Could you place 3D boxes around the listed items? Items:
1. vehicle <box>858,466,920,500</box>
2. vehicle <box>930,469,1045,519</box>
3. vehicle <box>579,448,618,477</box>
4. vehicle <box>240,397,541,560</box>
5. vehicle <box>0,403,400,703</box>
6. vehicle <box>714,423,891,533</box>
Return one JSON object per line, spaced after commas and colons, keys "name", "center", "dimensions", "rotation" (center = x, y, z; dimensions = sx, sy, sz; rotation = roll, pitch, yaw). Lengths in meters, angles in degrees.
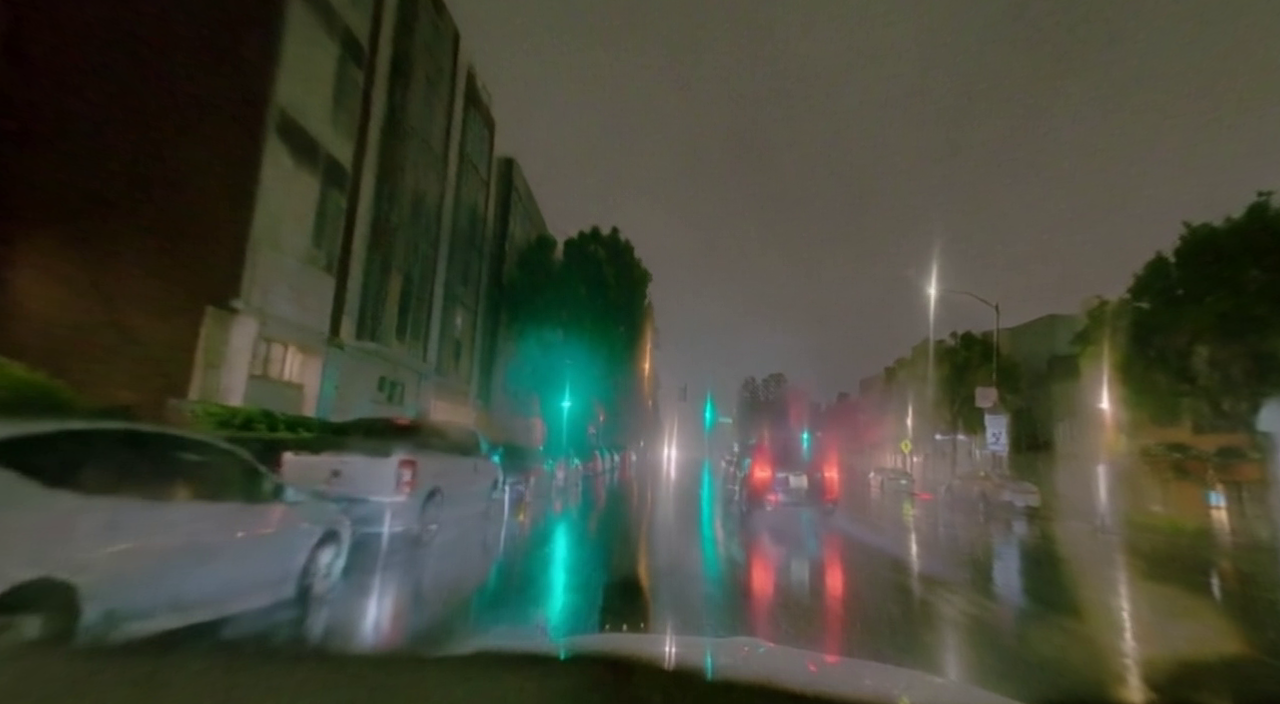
{"name": "vehicle", "center": [14.730, 7.735, 37.474], "dimensions": [1.866, 1.554, 4.393], "rotation": [4, -8, -1]}
{"name": "vehicle", "center": [14.193, 5.798, 26.140], "dimensions": [2.189, 1.753, 4.376], "rotation": [3, -11, -1]}
{"name": "vehicle", "center": [-2.231, 6.115, 35.218], "dimensions": [1.842, 1.497, 4.238], "rotation": [0, -9, 1]}
{"name": "vehicle", "center": [-3.280, 1.833, 9.875], "dimensions": [2.171, 1.816, 5.274], "rotation": [-1, -9, 5]}
{"name": "vehicle", "center": [-3.621, 1.219, 4.312], "dimensions": [1.910, 1.497, 4.611], "rotation": [0, -9, 3]}
{"name": "vehicle", "center": [3.179, 2.663, 14.041], "dimensions": [2.411, 1.899, 5.993], "rotation": [0, -9, 1]}
